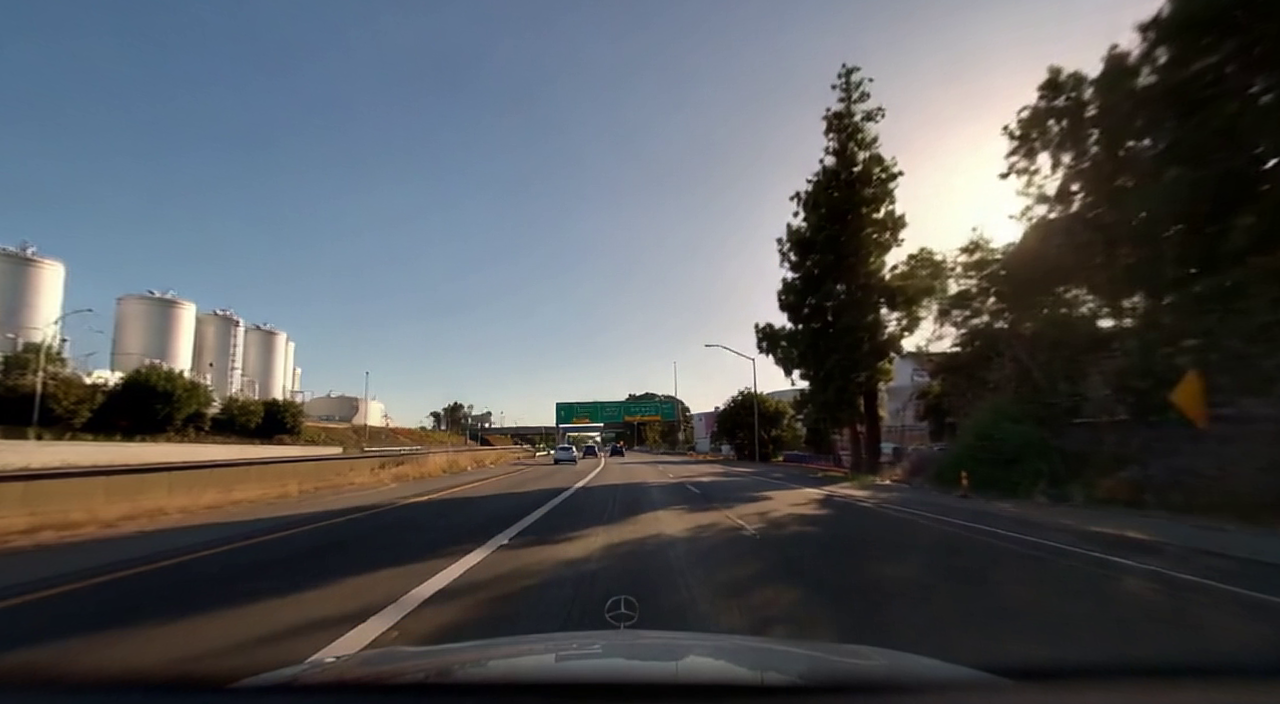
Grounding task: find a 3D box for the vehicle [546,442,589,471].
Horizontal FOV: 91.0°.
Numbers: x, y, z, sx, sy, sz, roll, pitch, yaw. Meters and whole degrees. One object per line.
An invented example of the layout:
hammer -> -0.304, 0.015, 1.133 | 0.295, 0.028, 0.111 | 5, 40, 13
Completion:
vehicle -> -4.188, 6.132, 36.961 | 2.012, 1.571, 4.232 | 0, -9, 0
